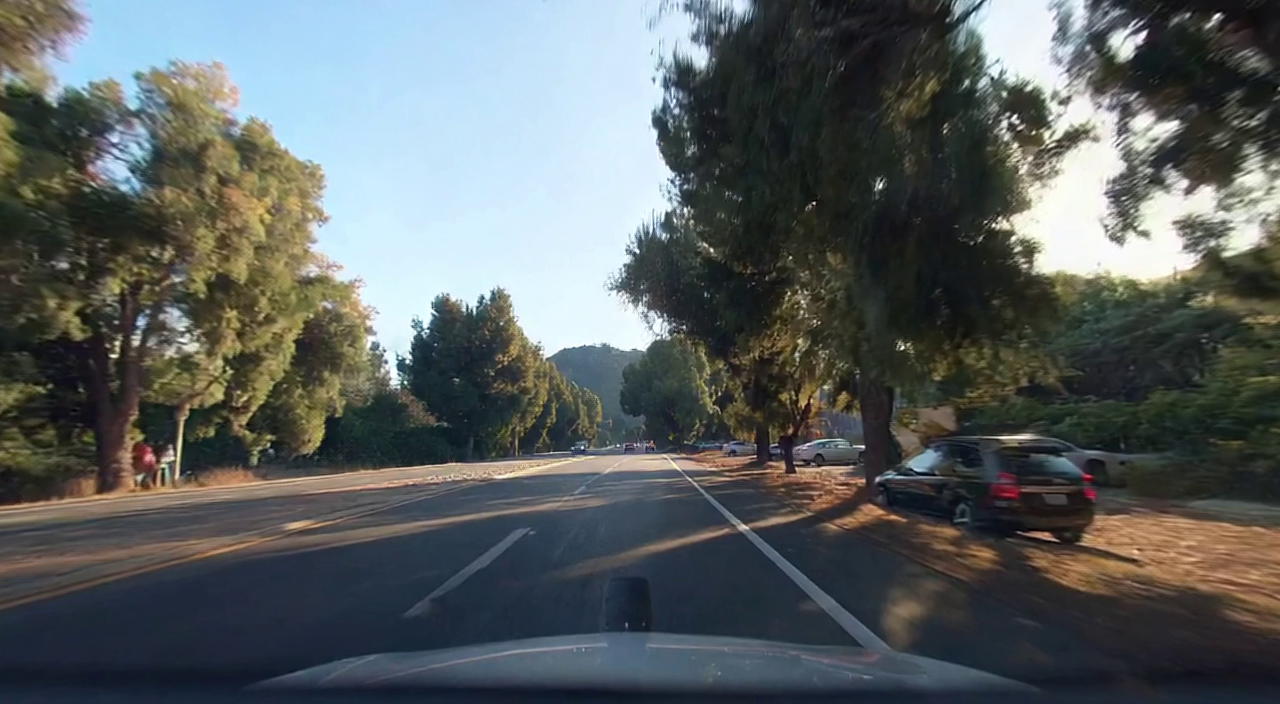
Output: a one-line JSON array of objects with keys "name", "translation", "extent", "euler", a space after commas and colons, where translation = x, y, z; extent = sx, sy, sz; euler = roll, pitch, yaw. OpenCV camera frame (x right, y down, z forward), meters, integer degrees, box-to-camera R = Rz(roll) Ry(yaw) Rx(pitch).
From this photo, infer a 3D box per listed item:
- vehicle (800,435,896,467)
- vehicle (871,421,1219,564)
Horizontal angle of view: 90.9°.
[{"name": "vehicle", "translation": [11.342, 5.428, 34.591], "extent": [4.493, 1.705, 2.034], "euler": [0, -8, 0]}, {"name": "vehicle", "translation": [5.313, 1.882, 9.257], "extent": [2.131, 1.563, 4.435], "euler": [0, -8, 0]}]
